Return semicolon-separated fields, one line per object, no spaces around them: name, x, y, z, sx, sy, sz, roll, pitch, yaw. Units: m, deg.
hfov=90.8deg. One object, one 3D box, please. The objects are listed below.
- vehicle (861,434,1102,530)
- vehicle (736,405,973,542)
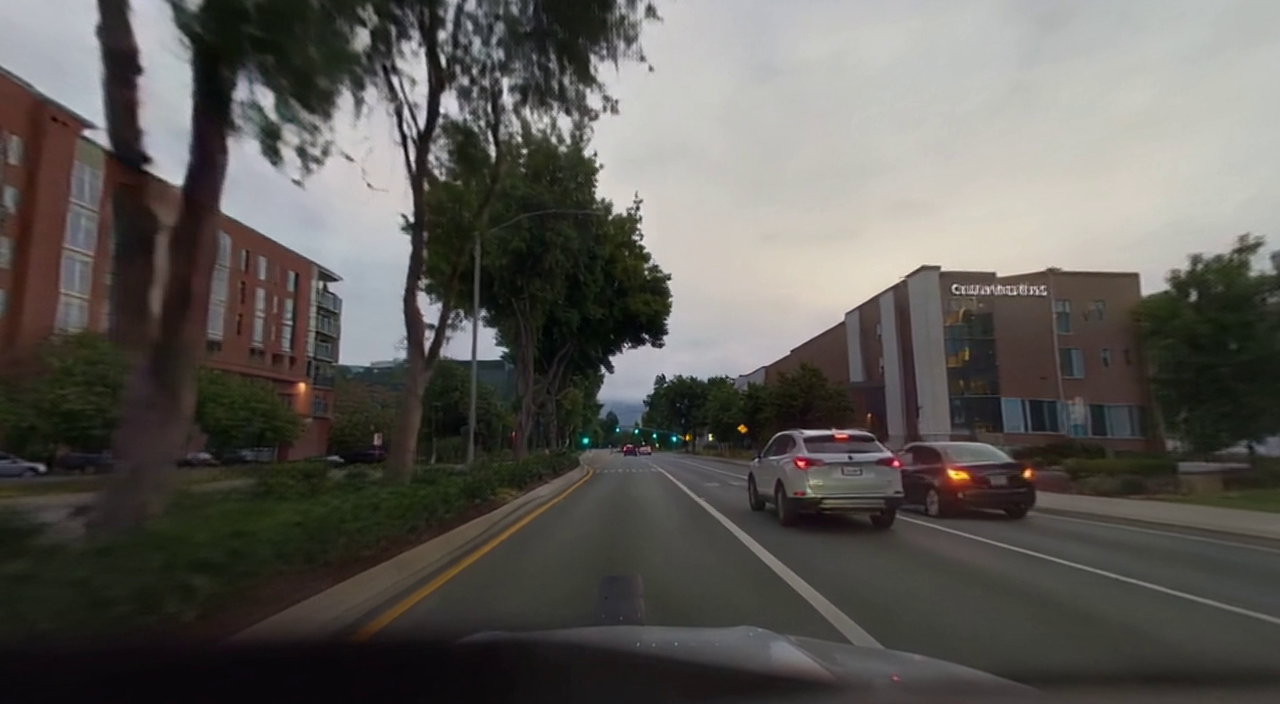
vehicle;6.408;2.483;12.798;2.088;1.524;5.085;0;-9;1
vehicle;3.537;2.162;11.884;2.505;1.971;5.162;0;-9;-1
